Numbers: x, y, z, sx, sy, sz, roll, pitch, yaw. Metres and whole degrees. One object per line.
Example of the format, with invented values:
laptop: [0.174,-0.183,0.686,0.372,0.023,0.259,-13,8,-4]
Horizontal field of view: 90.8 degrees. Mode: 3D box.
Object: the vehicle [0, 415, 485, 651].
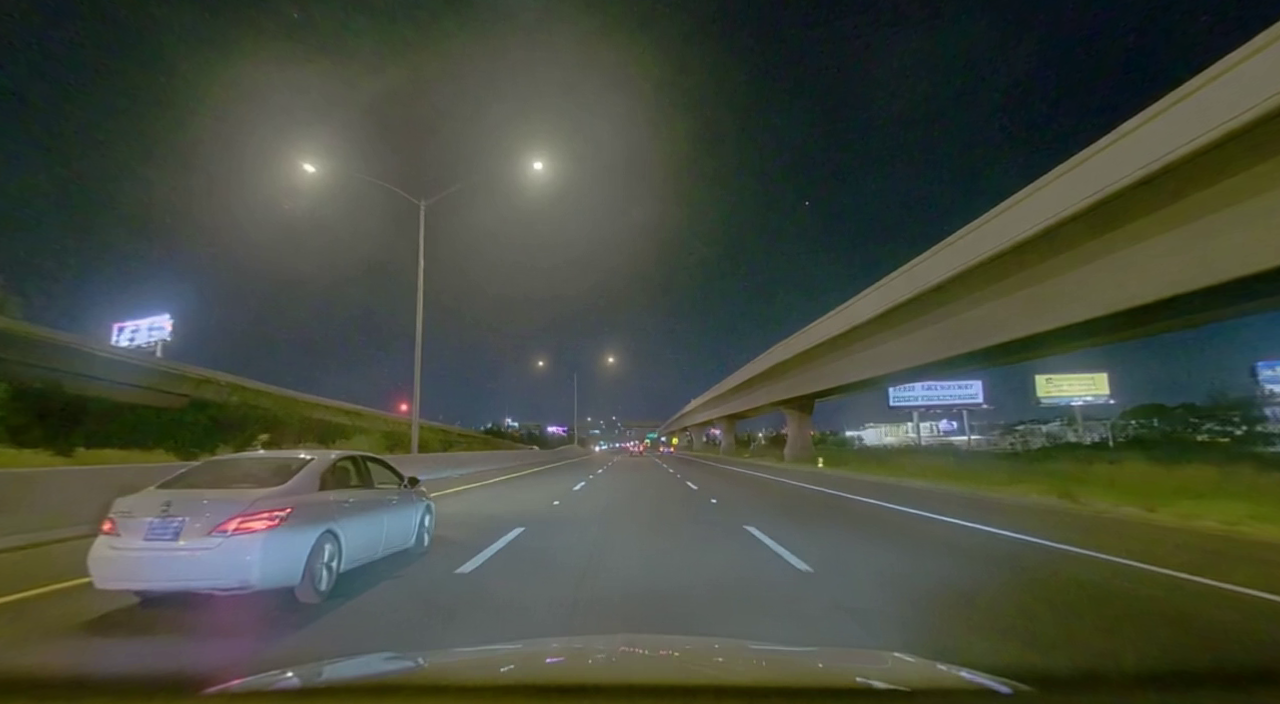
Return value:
vehicle: [-3.235,1.548,6.562,2.029,1.557,4.570,0,-8,1]
